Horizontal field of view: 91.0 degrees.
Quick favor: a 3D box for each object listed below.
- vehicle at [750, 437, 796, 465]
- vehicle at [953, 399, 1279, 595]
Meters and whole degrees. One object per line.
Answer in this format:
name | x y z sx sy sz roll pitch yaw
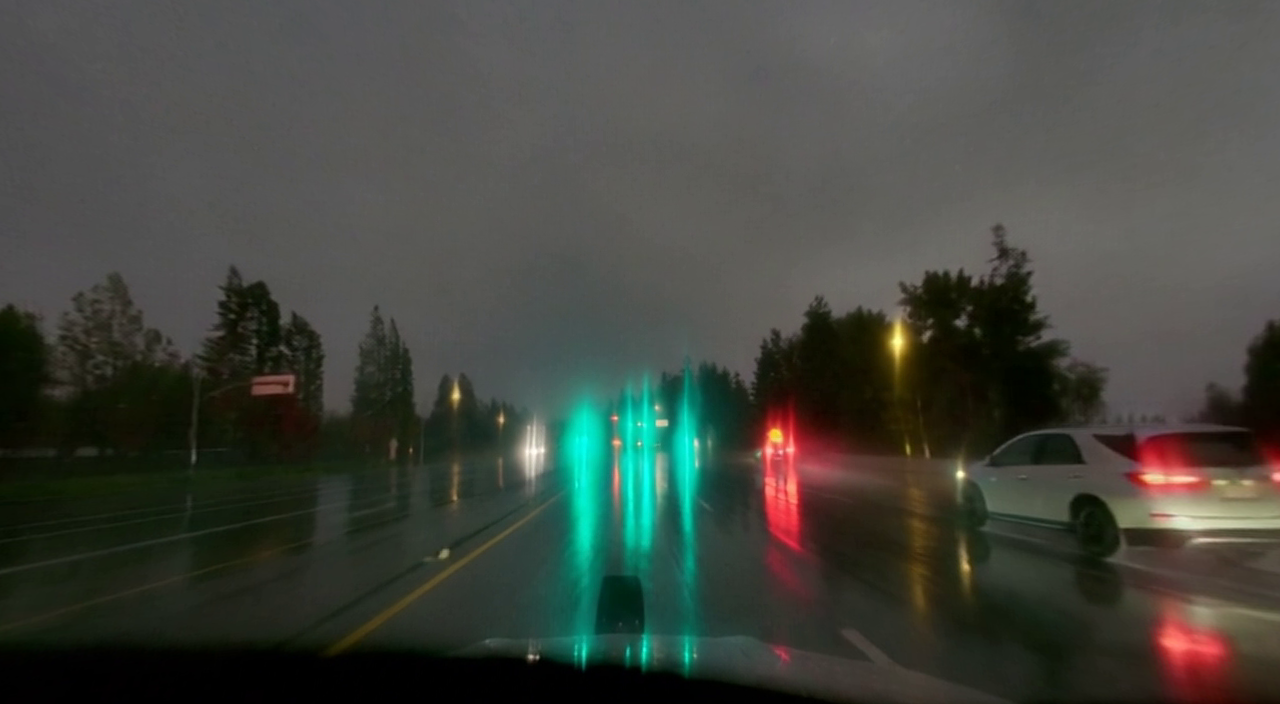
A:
vehicle | 9.497 7.109 45.314 2.170 1.830 4.720 0 -9 -1
vehicle | 6.188 1.601 7.853 2.066 1.683 4.675 0 -9 -1
